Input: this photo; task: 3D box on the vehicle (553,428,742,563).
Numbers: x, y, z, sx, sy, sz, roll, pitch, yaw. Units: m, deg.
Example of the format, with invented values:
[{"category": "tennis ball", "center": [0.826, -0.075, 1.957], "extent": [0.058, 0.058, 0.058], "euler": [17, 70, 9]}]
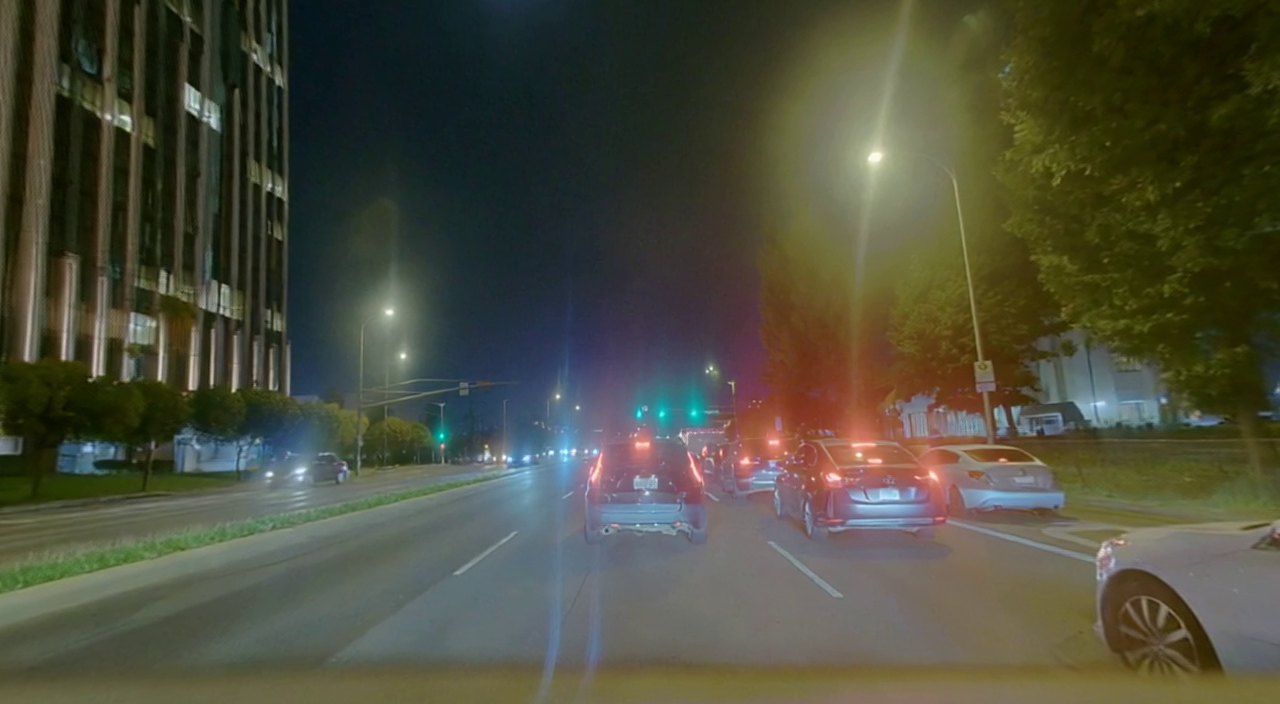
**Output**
[{"category": "vehicle", "center": [0.051, 1.910, 9.172], "extent": [2.105, 1.474, 4.127], "euler": [0, -8, -1]}]

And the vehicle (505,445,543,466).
[{"category": "vehicle", "center": [-9.094, 8.141, 49.930], "extent": [2.000, 1.519, 4.964], "euler": [0, -8, 1]}]

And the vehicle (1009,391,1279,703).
[{"category": "vehicle", "center": [3.215, 0.771, 1.421], "extent": [1.982, 1.491, 4.664], "euler": [0, -8, 1]}]

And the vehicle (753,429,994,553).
[{"category": "vehicle", "center": [3.246, 2.021, 9.968], "extent": [1.995, 1.483, 4.533], "euler": [0, -8, -1]}]

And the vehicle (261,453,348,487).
[{"category": "vehicle", "center": [-16.238, 5.726, 30.879], "extent": [1.848, 1.447, 4.501], "euler": [0, -8, -1]}]
